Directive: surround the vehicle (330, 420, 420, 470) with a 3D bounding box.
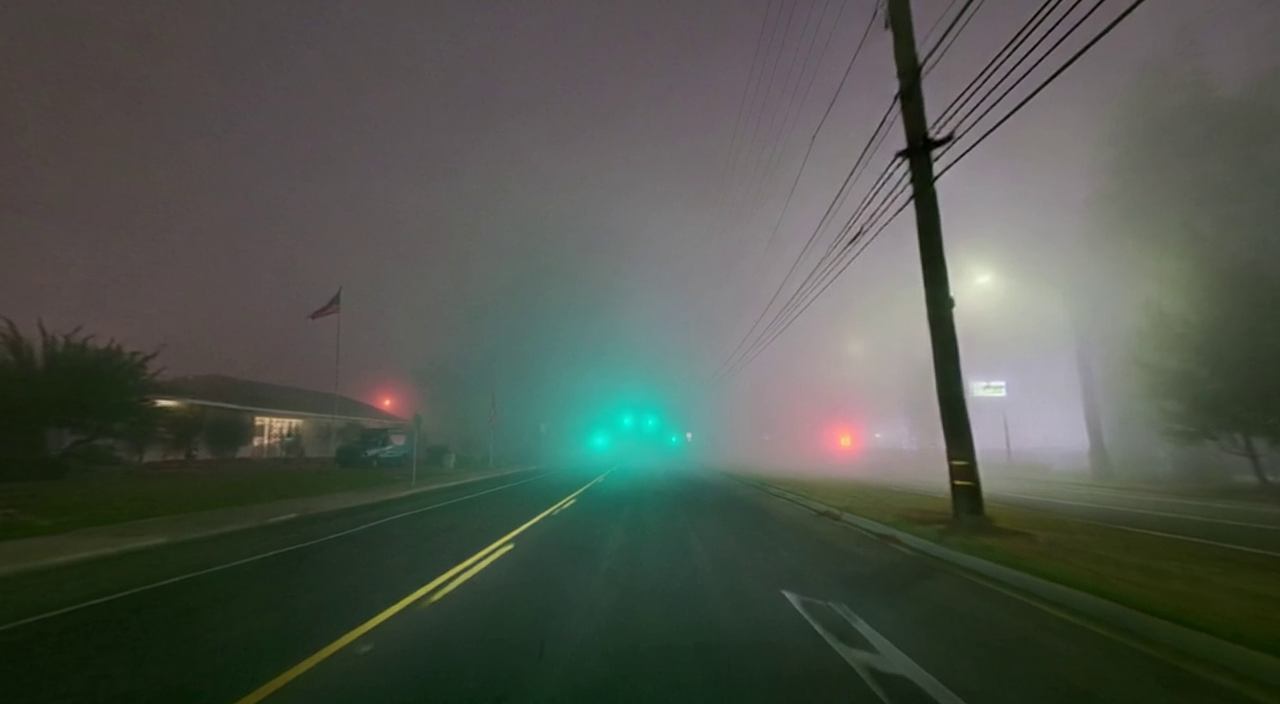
[{"bbox_3d":[-13.064,4.650,31.623,2.476,2.256,5.686,0,-8,-5],"label":"vehicle"}]
